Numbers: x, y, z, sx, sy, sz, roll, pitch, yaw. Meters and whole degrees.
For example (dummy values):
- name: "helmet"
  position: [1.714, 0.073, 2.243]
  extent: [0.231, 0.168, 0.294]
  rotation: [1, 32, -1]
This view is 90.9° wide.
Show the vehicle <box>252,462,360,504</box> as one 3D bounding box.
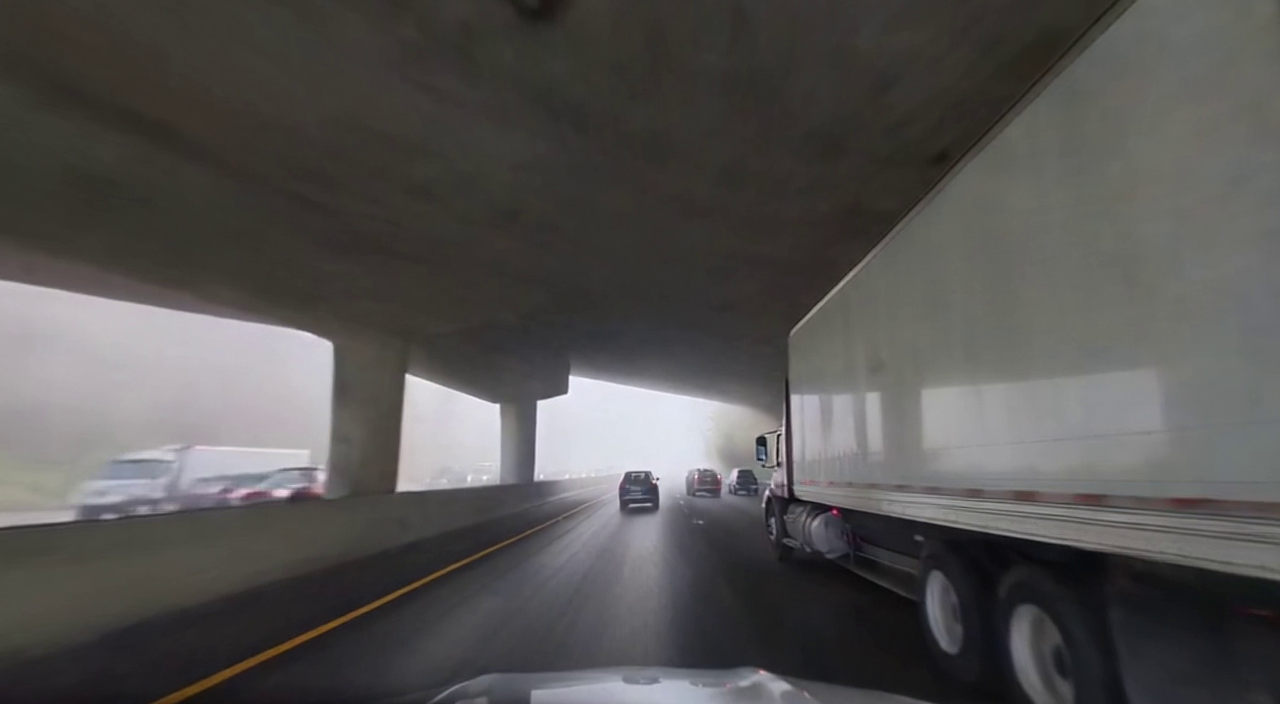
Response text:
- name: "vehicle"
  position: [-12.944, 5.085, 24.744]
  extent: [1.756, 1.448, 4.305]
  rotation: [1, -10, 1]

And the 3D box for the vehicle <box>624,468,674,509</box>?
- name: "vehicle"
  position: [0.422, 6.223, 29.118]
  extent: [2.124, 1.653, 4.857]
  rotation: [1, -10, 1]

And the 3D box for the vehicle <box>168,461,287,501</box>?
- name: "vehicle"
  position: [-16.818, 5.272, 25.965]
  extent: [1.983, 1.469, 4.165]
  rotation: [1, -10, 1]

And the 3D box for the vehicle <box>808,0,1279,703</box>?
- name: "vehicle"
  position: [4.196, 0.503, 5.238]
  extent: [2.980, 3.834, 9.423]
  rotation: [1, -10, 0]
